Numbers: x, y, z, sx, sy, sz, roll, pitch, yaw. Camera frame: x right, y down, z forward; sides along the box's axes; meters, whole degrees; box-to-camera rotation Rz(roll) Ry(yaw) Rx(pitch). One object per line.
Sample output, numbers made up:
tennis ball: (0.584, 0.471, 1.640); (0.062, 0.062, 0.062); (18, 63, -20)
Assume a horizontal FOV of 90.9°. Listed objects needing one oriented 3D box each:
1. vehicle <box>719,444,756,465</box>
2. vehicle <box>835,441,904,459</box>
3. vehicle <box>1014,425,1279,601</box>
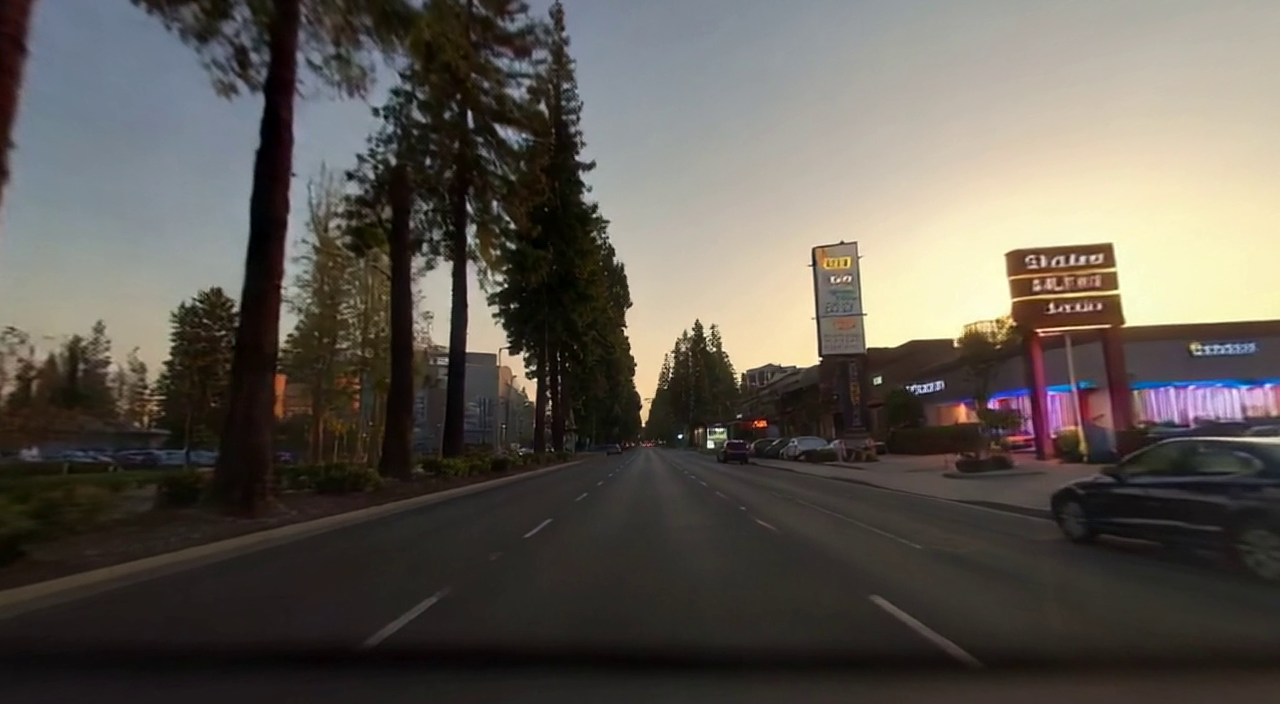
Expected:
vehicle: (7.284, 7.661, 47.328); (2.054, 1.530, 4.478); (0, -8, 0)
vehicle: (16.703, 7.157, 45.966); (4.272, 1.227, 1.926); (-1, -8, 0)
vehicle: (6.970, 1.718, 7.444); (2.122, 1.602, 4.928); (0, -8, 1)
